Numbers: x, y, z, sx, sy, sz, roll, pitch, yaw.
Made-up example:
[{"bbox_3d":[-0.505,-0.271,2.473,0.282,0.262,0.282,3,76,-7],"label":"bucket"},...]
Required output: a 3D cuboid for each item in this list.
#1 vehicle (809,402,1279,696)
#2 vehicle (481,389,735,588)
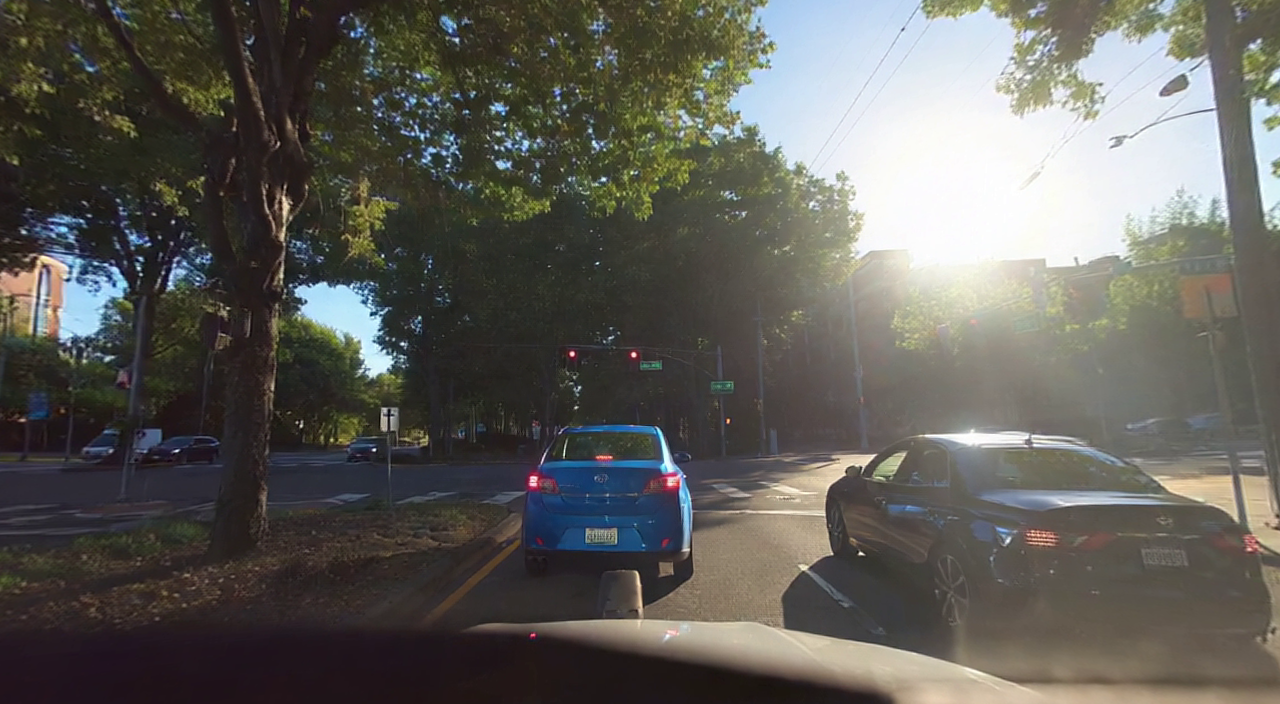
[{"bbox_3d":[3.171,1.401,5.764,1.932,1.562,4.629,0,-9,-1],"label":"vehicle"},{"bbox_3d":[-0.344,1.528,7.808,2.247,1.760,4.231,0,-9,-2],"label":"vehicle"}]
